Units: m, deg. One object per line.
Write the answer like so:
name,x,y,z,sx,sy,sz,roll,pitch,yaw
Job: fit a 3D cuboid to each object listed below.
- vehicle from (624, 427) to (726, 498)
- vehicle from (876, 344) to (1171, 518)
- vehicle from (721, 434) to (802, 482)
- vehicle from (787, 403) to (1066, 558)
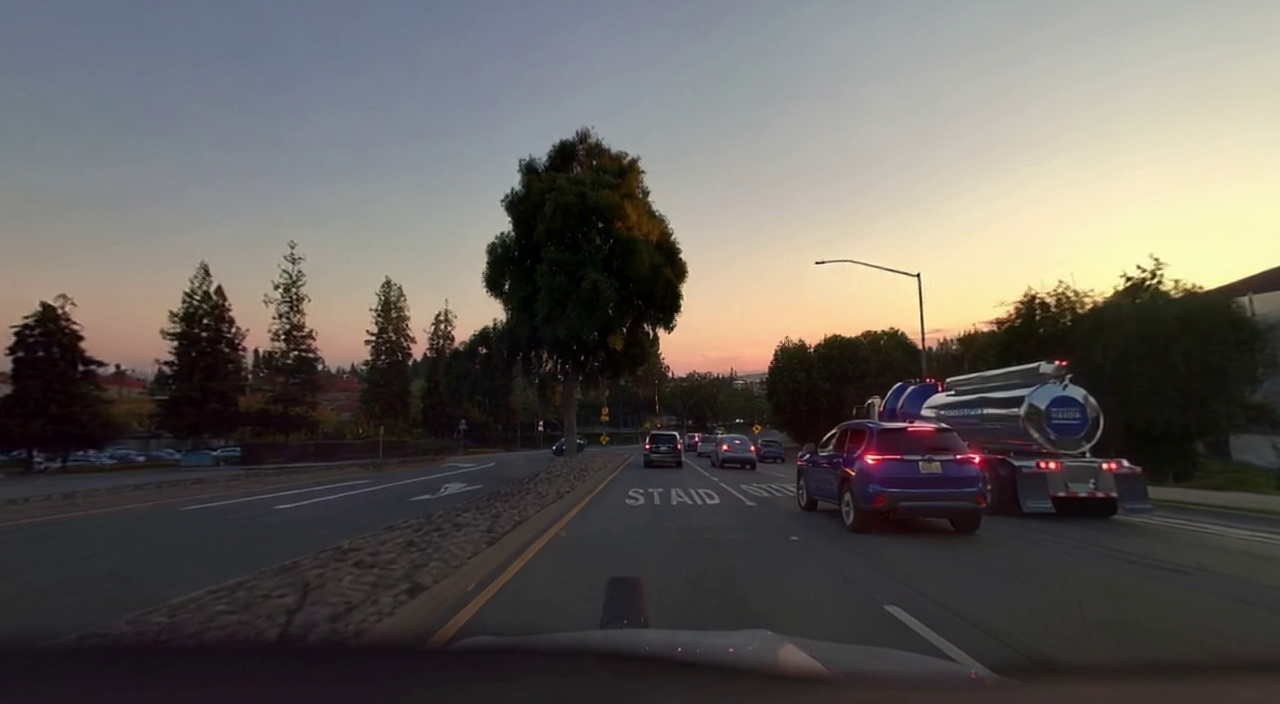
vehicle,0.761,2.650,15.402,2.148,1.488,4.002,0,-8,1
vehicle,8.258,1.905,14.847,2.849,3.207,6.275,0,-8,-1
vehicle,4.000,3.571,21.483,1.917,1.475,4.081,0,-8,0
vehicle,3.750,1.779,9.410,2.045,1.729,4.532,0,-8,1
